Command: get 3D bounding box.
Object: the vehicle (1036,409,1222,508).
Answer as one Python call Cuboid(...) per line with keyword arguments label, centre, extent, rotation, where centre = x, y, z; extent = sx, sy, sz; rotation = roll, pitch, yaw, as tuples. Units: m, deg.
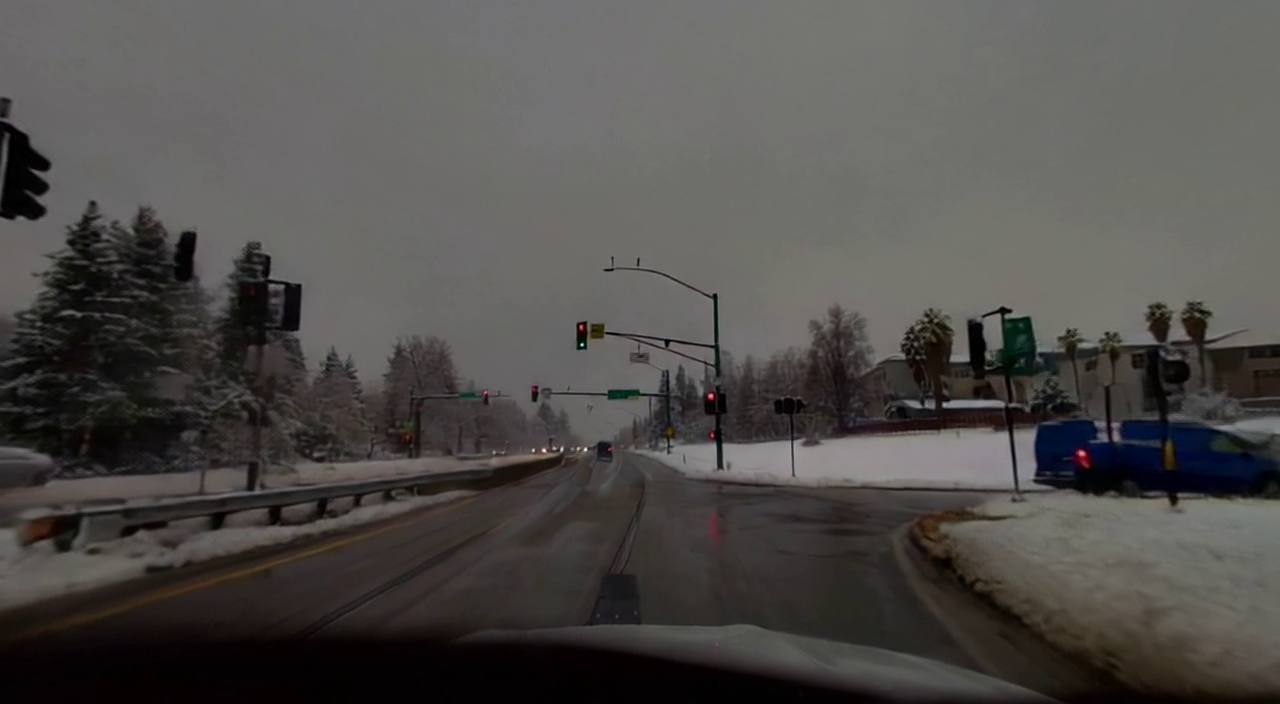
Cuboid(label="vehicle", centre=(16.241, 3.524, 21.172), extent=(4.180, 3.020, 2.606), rotation=(2, -9, -12))
